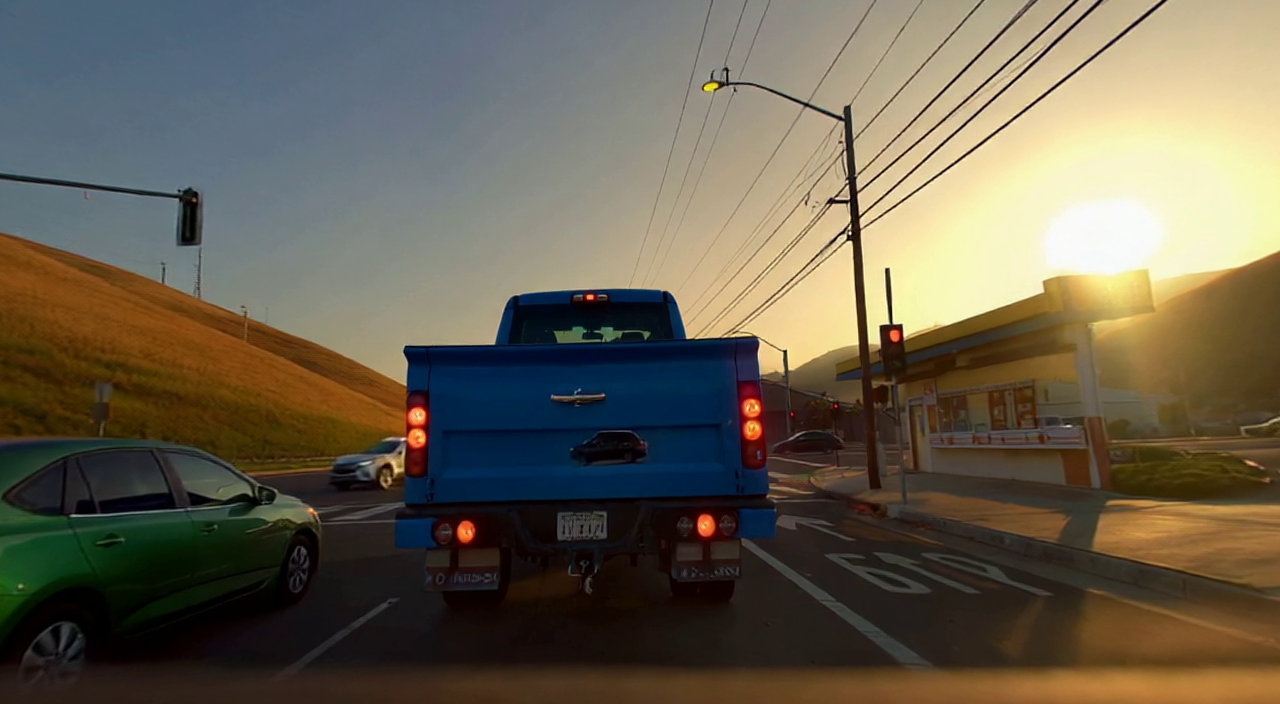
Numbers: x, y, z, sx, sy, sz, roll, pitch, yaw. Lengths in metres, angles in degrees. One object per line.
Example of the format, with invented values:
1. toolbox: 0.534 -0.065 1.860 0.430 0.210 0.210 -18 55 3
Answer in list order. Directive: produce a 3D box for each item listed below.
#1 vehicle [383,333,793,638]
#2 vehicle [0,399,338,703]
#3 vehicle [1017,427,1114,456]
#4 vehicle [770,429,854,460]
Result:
1. vehicle: -0.415 1.324 7.217 2.859 2.144 5.406 0 -9 -1
2. vehicle: -3.953 1.191 3.991 2.017 1.555 4.150 -1 -9 0
3. vehicle: 25.578 5.391 37.932 4.419 1.496 1.854 -2 -9 1
4. vehicle: 11.709 6.269 42.520 6.346 1.917 2.360 8 -11 -41
